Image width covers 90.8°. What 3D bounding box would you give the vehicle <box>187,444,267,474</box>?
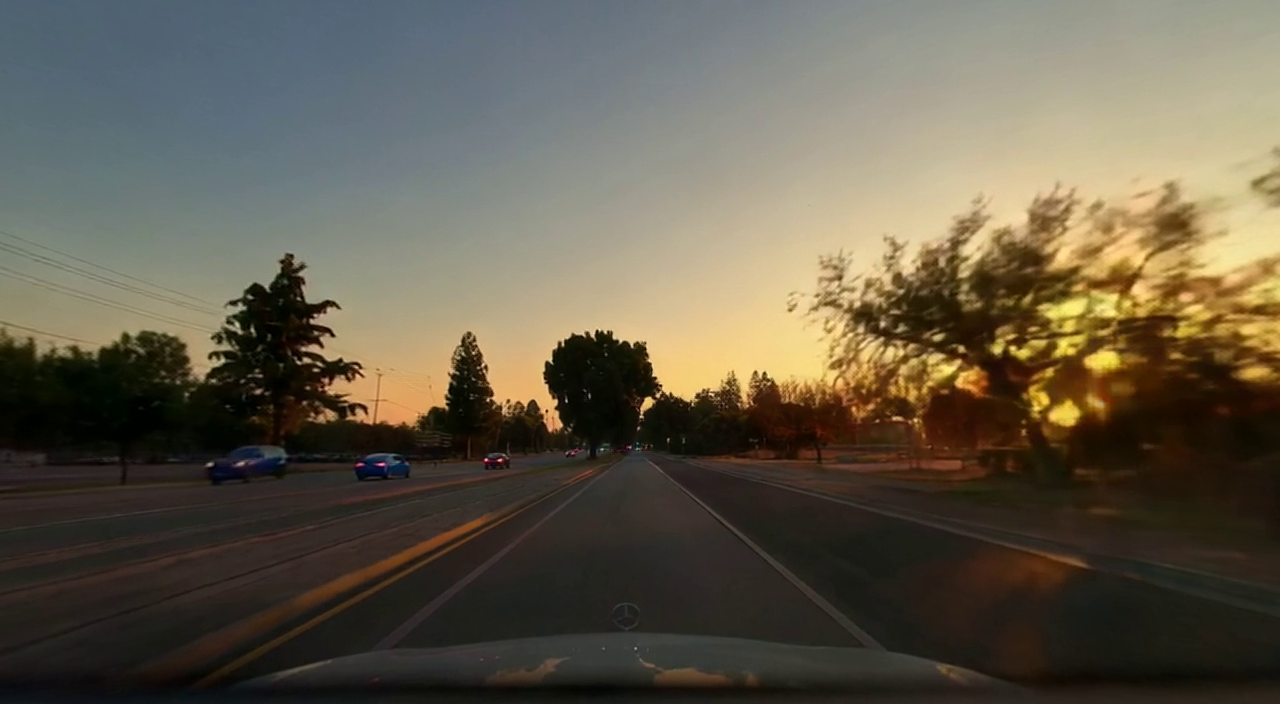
[{"bbox_3d":[-30.513,7.900,46.832,2.204,2.020,5.494,0,-9,0],"label":"vehicle"}]

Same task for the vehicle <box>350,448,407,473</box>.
[{"bbox_3d":[-17.015,7.070,41.196,1.955,1.533,4.097,0,-9,0],"label":"vehicle"}]
